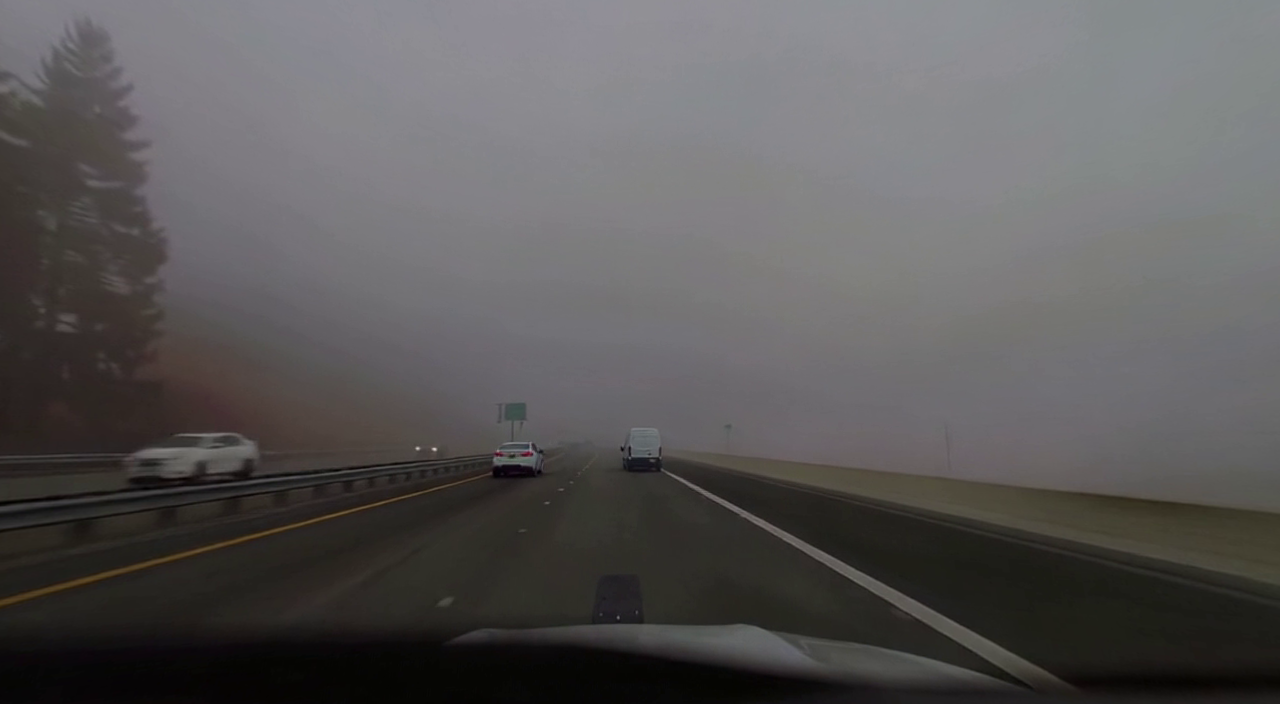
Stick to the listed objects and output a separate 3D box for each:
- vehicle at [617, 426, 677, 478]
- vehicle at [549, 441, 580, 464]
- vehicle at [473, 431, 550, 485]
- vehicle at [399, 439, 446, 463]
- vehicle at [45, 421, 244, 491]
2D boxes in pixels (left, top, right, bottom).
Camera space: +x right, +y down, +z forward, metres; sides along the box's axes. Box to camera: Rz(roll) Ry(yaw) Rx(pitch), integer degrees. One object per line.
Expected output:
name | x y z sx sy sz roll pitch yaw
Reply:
vehicle | 0.192 4.111 25.860 2.179 1.930 4.538 0 -9 -3
vehicle | -5.379 7.231 45.205 1.809 1.510 4.235 0 -9 -2
vehicle | -4.478 3.780 22.523 1.963 1.711 4.284 0 -9 -2
vehicle | -15.016 6.871 43.504 1.912 1.511 4.174 0 -9 -2
vehicle | -13.332 2.848 17.325 1.915 1.638 4.443 0 -9 -1
